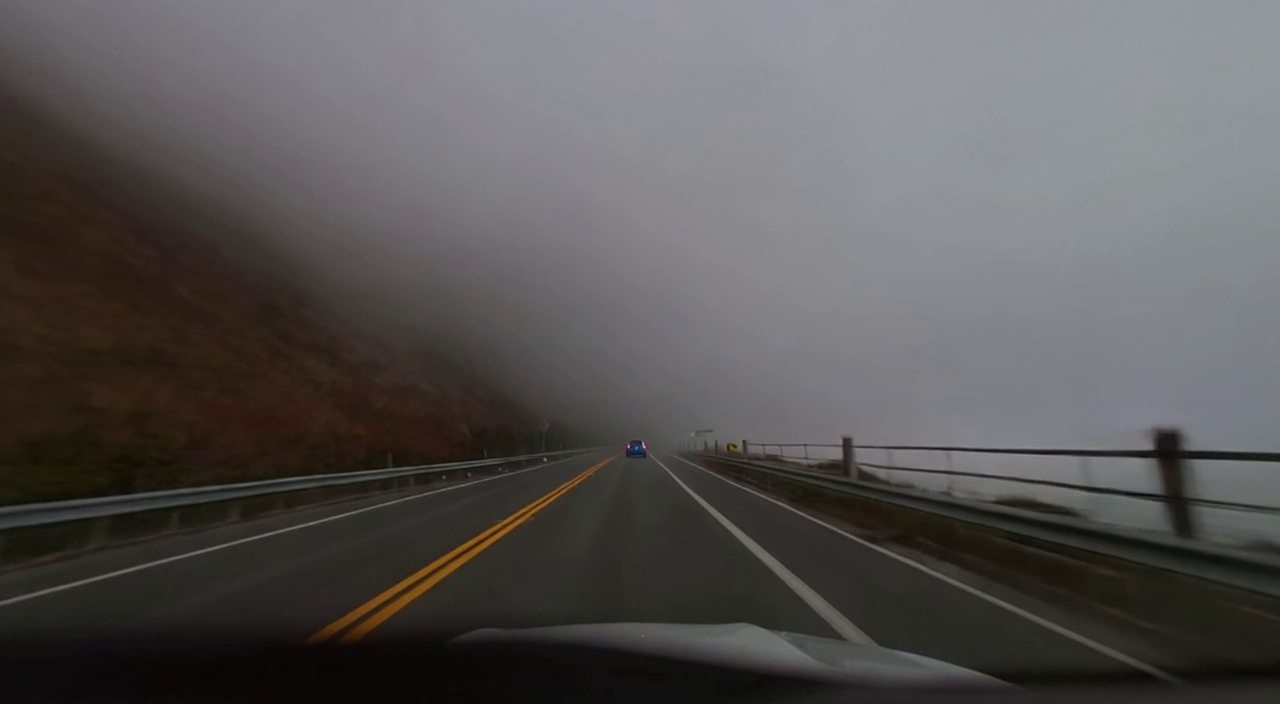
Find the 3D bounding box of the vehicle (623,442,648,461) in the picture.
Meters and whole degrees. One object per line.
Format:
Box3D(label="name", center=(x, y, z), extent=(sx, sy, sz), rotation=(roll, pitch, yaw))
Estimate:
Box3D(label="vehicle", center=(-0.355, 7.773, 49.260), extent=(1.912, 1.430, 3.811), rotation=(0, -8, -1))
